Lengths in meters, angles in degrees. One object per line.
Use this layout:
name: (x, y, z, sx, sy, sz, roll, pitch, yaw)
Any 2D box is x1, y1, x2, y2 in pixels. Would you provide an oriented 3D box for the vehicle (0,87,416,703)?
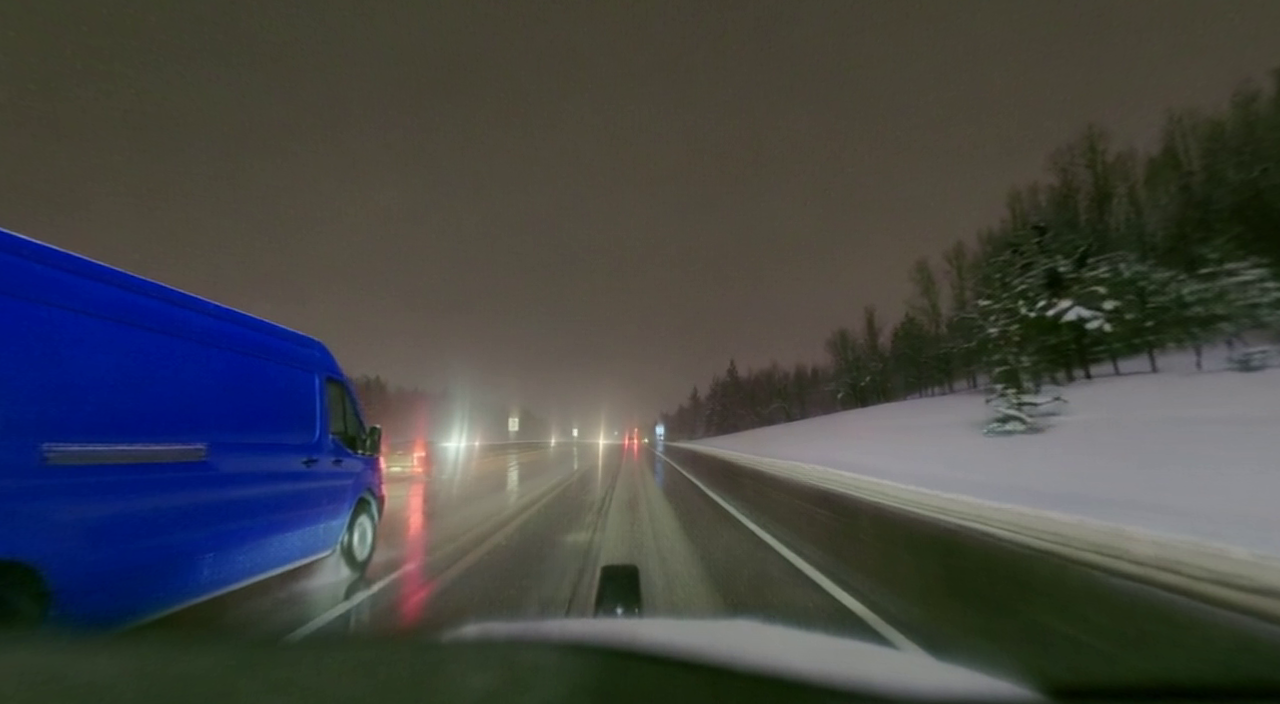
vehicle: (-3.998, 0.434, 4.060, 2.428, 2.782, 7.330, 0, -8, 0)
